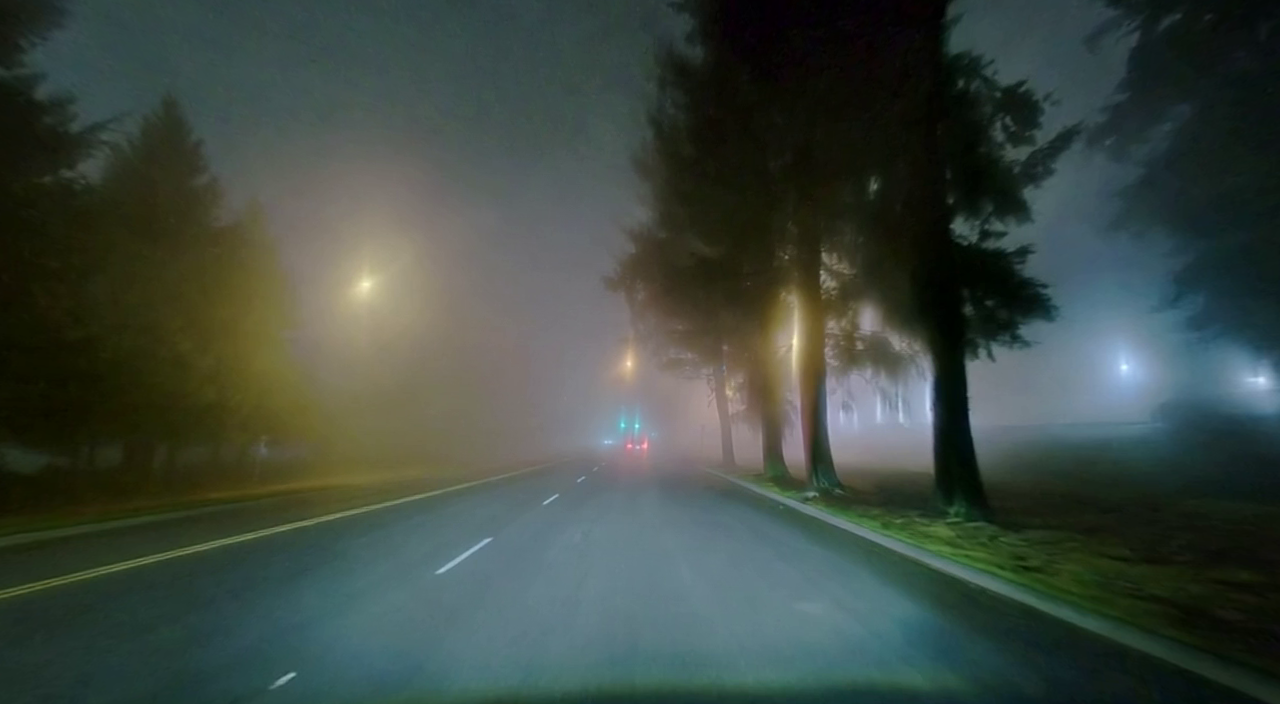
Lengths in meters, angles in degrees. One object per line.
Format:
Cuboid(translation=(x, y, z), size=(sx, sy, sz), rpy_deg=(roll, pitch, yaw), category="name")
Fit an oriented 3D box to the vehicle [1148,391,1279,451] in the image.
Cuboid(translation=(30.123, 3.559, 32.476), size=(5.760, 2.710, 2.321), rpy_deg=(-2, -9, -2), category="vehicle")
